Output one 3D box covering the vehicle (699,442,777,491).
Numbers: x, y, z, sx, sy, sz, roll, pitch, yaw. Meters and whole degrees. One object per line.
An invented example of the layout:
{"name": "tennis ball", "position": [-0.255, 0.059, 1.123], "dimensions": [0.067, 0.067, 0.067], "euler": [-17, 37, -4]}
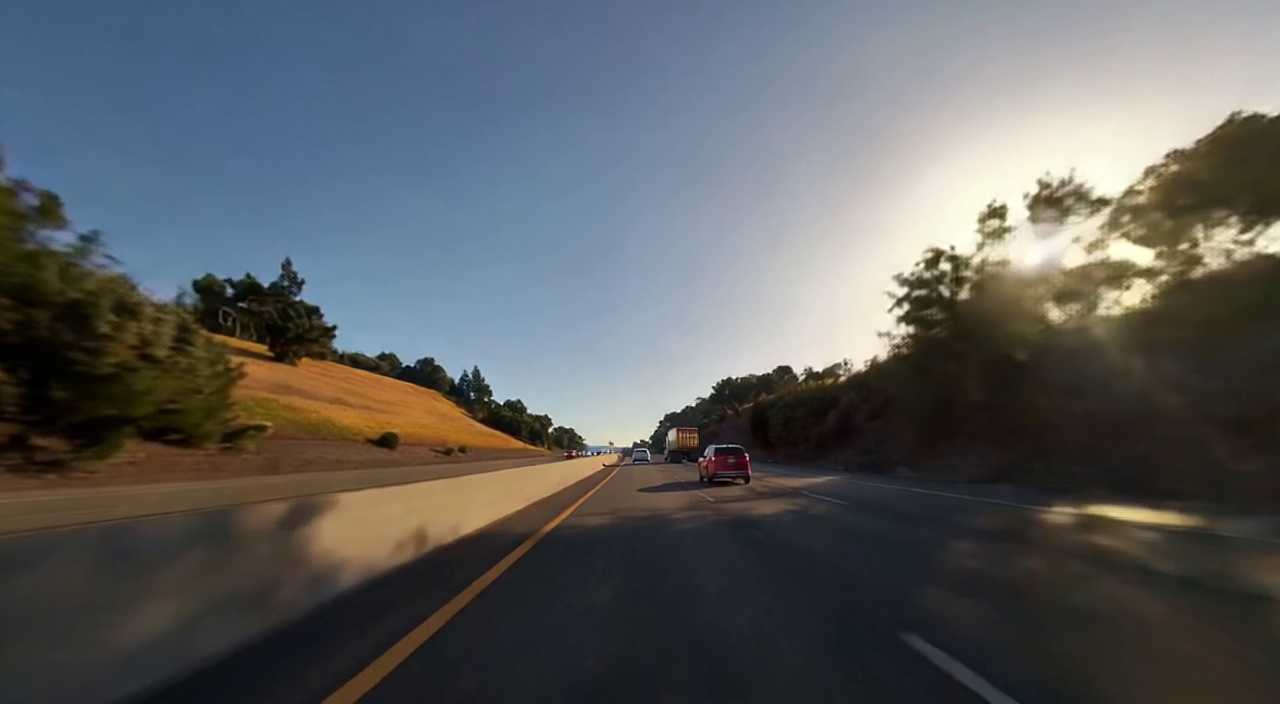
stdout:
{"name": "vehicle", "position": [3.633, 4.336, 24.204], "dimensions": [2.130, 1.658, 4.537], "euler": [0, -9, -2]}
